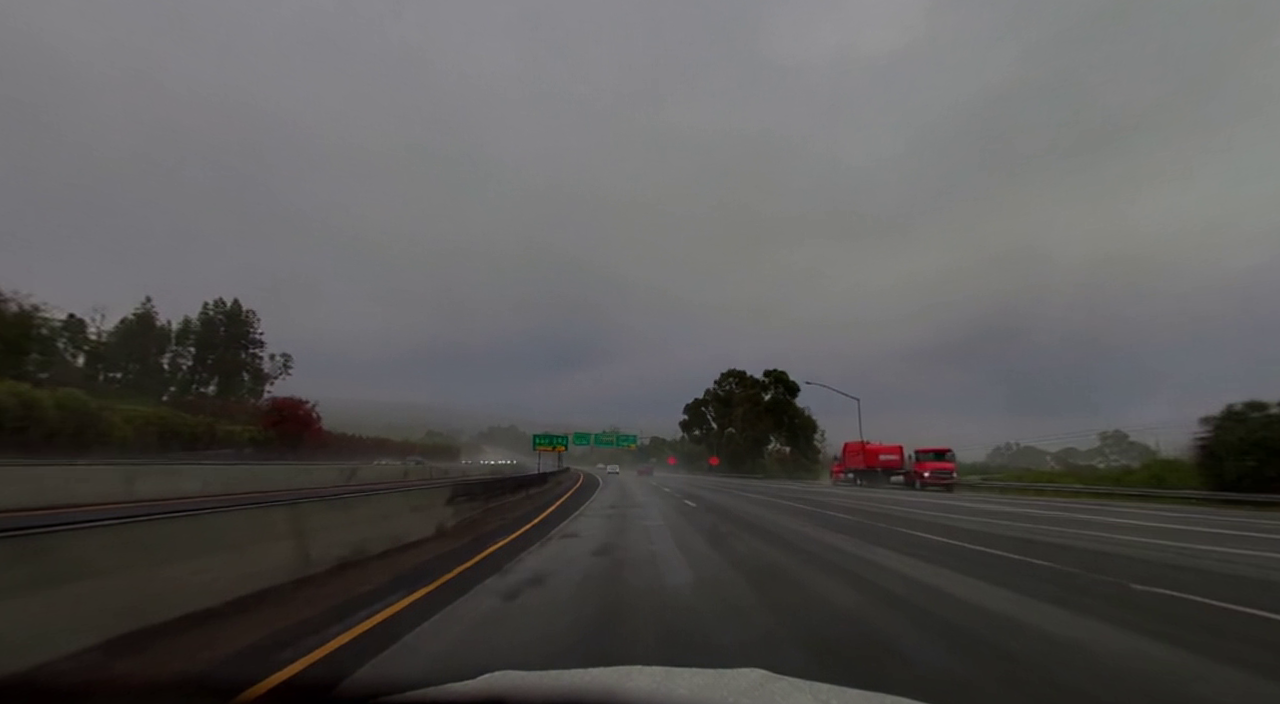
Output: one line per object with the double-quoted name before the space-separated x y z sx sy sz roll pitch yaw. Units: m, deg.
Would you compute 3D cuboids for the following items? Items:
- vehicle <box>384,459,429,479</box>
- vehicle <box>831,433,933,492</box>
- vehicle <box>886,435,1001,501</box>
"vehicle" -17.846 8.972 48.251 1.946 1.475 4.594 1 -10 -4
"vehicle" 16.005 7.504 42.520 2.902 3.371 8.875 4 -11 -4
"vehicle" 16.558 6.387 34.861 2.827 3.120 6.502 4 -10 -3
